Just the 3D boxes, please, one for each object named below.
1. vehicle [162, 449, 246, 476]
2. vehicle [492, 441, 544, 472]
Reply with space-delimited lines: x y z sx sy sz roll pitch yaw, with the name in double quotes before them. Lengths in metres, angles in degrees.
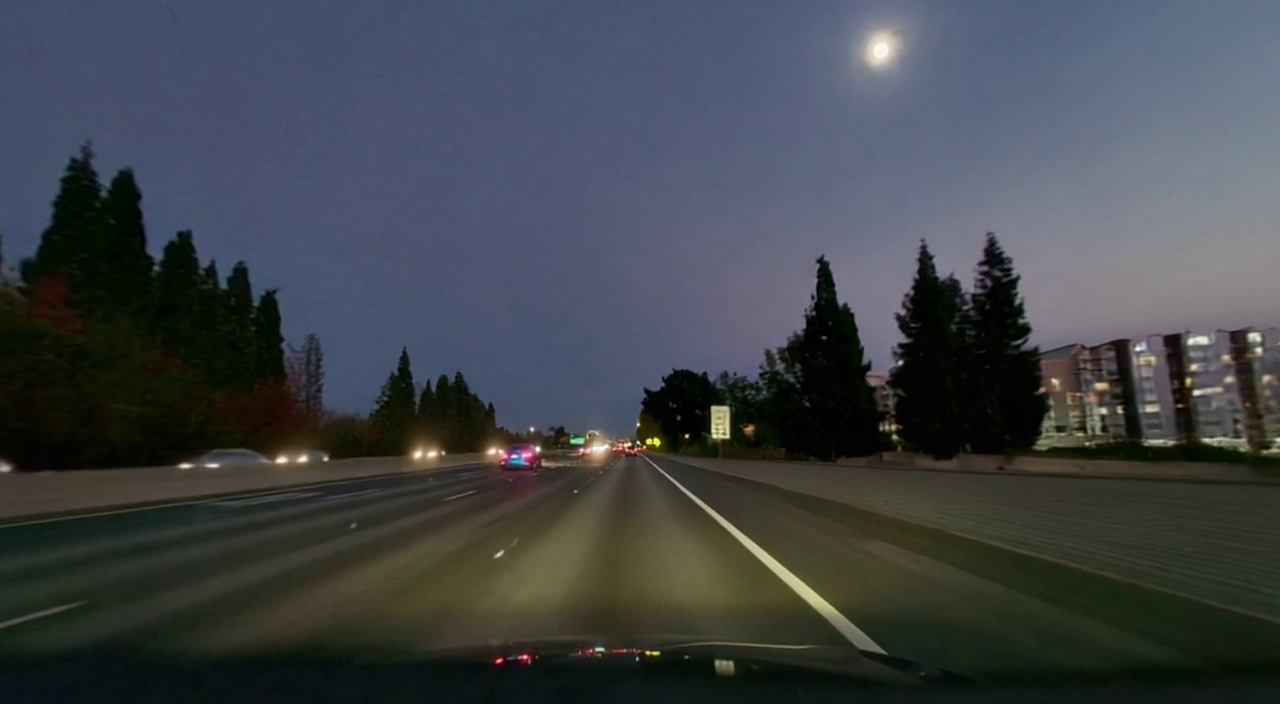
"vehicle" -25.907 6.565 37.740 1.875 1.469 4.459 0 -9 0
"vehicle" -6.911 5.991 36.391 2.016 1.606 4.806 0 -9 0
